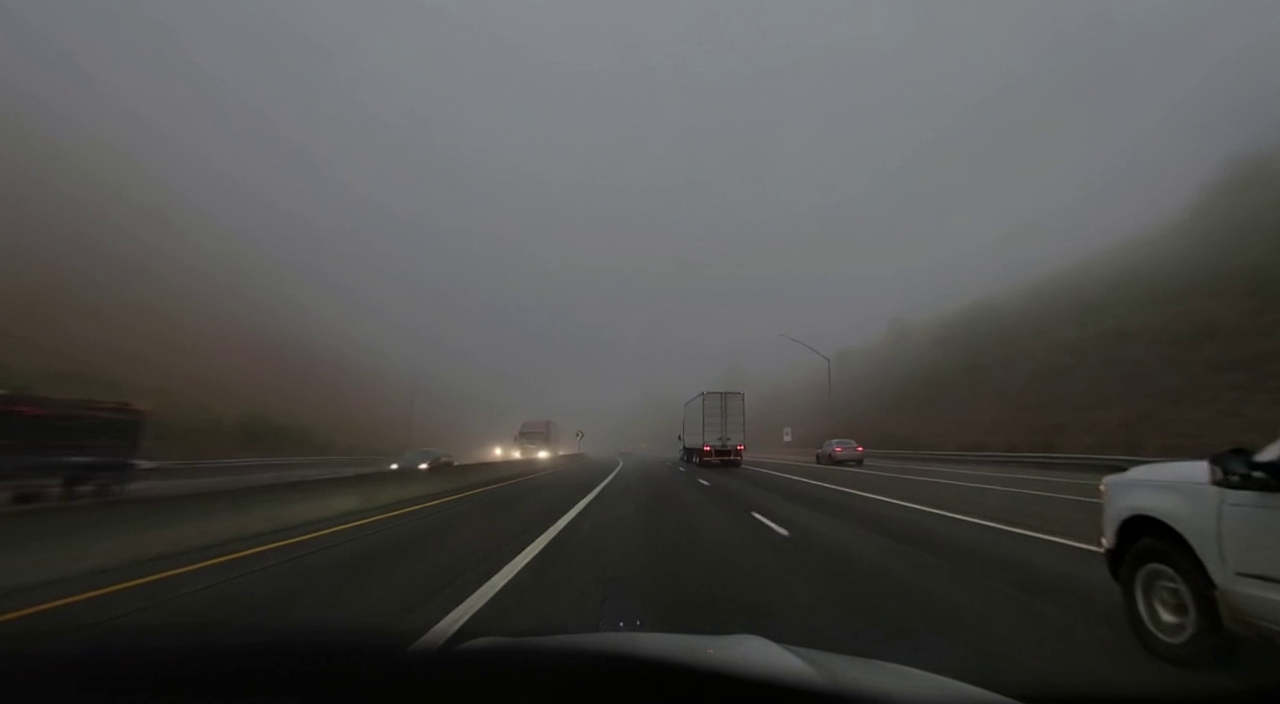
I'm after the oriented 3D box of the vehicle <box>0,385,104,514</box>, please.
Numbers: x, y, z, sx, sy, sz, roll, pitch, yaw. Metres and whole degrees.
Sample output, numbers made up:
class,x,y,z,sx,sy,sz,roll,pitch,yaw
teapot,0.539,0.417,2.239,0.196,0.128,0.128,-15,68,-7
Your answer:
class,x,y,z,sx,sy,sz,roll,pitch,yaw
vehicle,-16.409,2.082,13.423,2.747,2.984,8.051,0,-9,0

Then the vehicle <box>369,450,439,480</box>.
class,x,y,z,sx,sy,sz,roll,pitch,yaw
vehicle,-12.643,6.044,34.043,1.984,1.501,4.706,0,-9,0

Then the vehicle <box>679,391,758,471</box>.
class,x,y,z,sx,sy,sz,roll,pitch,yaw
vehicle,4.217,4.715,36.756,3.049,3.968,10.706,0,-9,-1

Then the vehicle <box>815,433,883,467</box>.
class,x,y,z,sx,sy,sz,roll,pitch,yaw
vehicle,11.526,5.471,35.112,2.046,1.741,4.769,0,-9,-1

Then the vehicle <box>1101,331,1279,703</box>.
class,x,y,z,sx,sy,sz,roll,pitch,yaw
vehicle,3.768,0.612,1.533,2.055,1.737,4.224,0,-9,0
